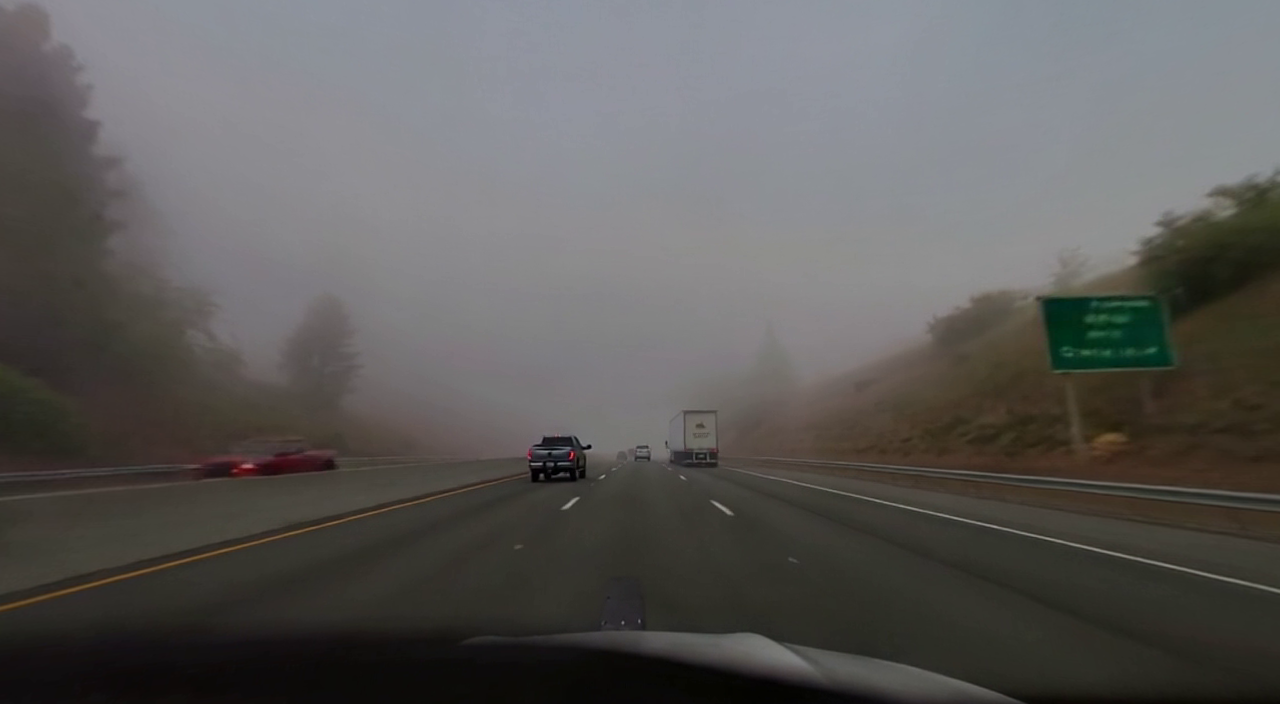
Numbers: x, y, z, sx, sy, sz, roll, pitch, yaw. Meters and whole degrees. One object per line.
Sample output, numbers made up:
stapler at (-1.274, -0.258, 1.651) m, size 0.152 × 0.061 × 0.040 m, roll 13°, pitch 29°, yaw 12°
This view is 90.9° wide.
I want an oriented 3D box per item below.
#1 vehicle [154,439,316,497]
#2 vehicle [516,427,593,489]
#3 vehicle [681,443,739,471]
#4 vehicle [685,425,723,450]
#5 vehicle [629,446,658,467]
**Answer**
vehicle at (-11.229, 3.221, 17.877) m, size 1.939 × 1.460 × 4.031 m, roll 0°, pitch -9°, yaw -1°
vehicle at (-3.027, 3.899, 23.270) m, size 2.142 × 2.044 × 4.446 m, roll 0°, pitch -9°, yaw 1°
vehicle at (4.254, 6.633, 40.074) m, size 2.654 × 1.574 × 9.537 m, roll 0°, pitch -9°, yaw 0°
vehicle at (4.129, 5.678, 41.354) m, size 1.968 × 1.547 × 4.215 m, roll 0°, pitch -9°, yaw -2°
vehicle at (0.276, 7.886, 47.753) m, size 2.086 × 1.497 × 3.681 m, roll 0°, pitch -9°, yaw 0°
